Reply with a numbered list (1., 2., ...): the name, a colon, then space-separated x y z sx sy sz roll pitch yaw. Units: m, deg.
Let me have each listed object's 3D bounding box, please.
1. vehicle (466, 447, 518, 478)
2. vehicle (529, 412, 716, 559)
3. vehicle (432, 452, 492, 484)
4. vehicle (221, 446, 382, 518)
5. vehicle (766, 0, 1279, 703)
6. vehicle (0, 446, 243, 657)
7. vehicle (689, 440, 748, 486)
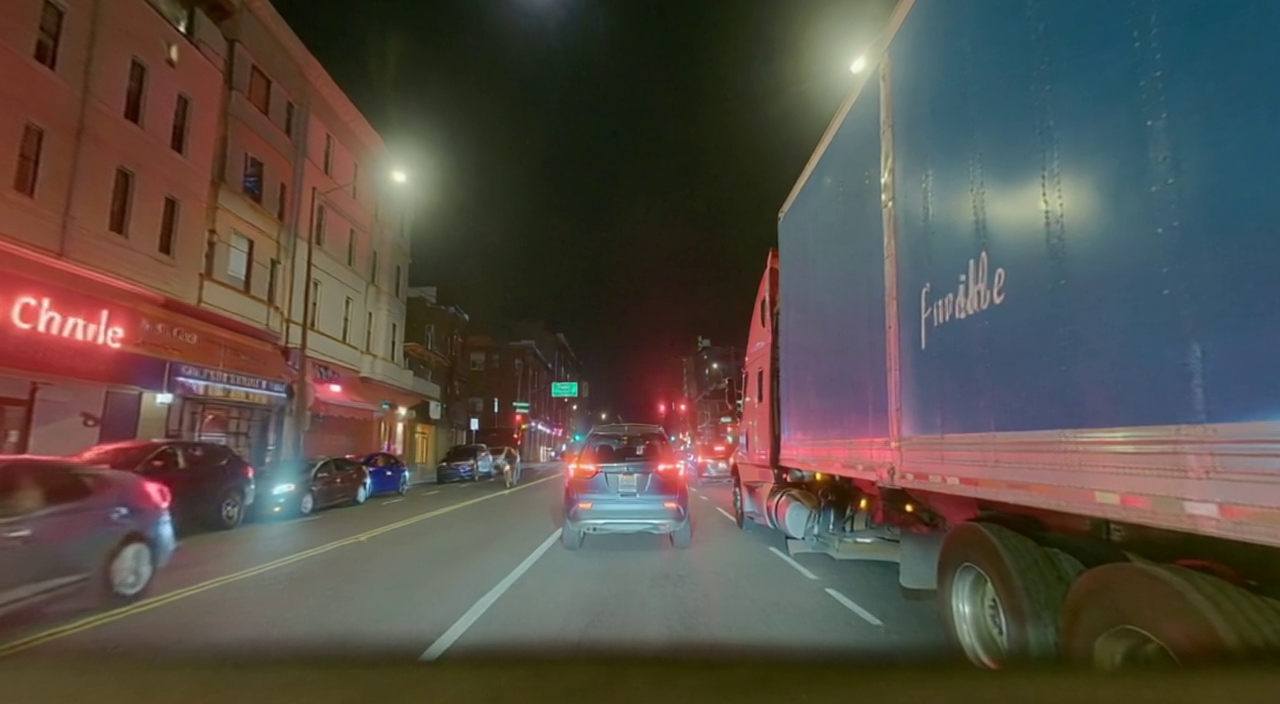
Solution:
1. vehicle: -8.700 6.532 37.534 2.084 1.686 4.422 0 -8 -1
2. vehicle: -0.217 1.970 10.073 2.283 1.783 4.548 0 -8 0
3. vehicle: -8.720 5.700 31.338 1.805 1.379 4.359 0 -8 -1
4. vehicle: -8.842 3.375 17.043 1.896 1.652 4.269 0 -8 1
5. vehicle: 2.913 -0.030 2.197 2.913 3.771 9.716 0 -8 0
6. vehicle: -5.532 1.494 4.962 1.997 1.467 4.373 0 -8 0
7. vehicle: 3.156 4.537 26.164 2.159 1.696 4.316 -1 -8 4
